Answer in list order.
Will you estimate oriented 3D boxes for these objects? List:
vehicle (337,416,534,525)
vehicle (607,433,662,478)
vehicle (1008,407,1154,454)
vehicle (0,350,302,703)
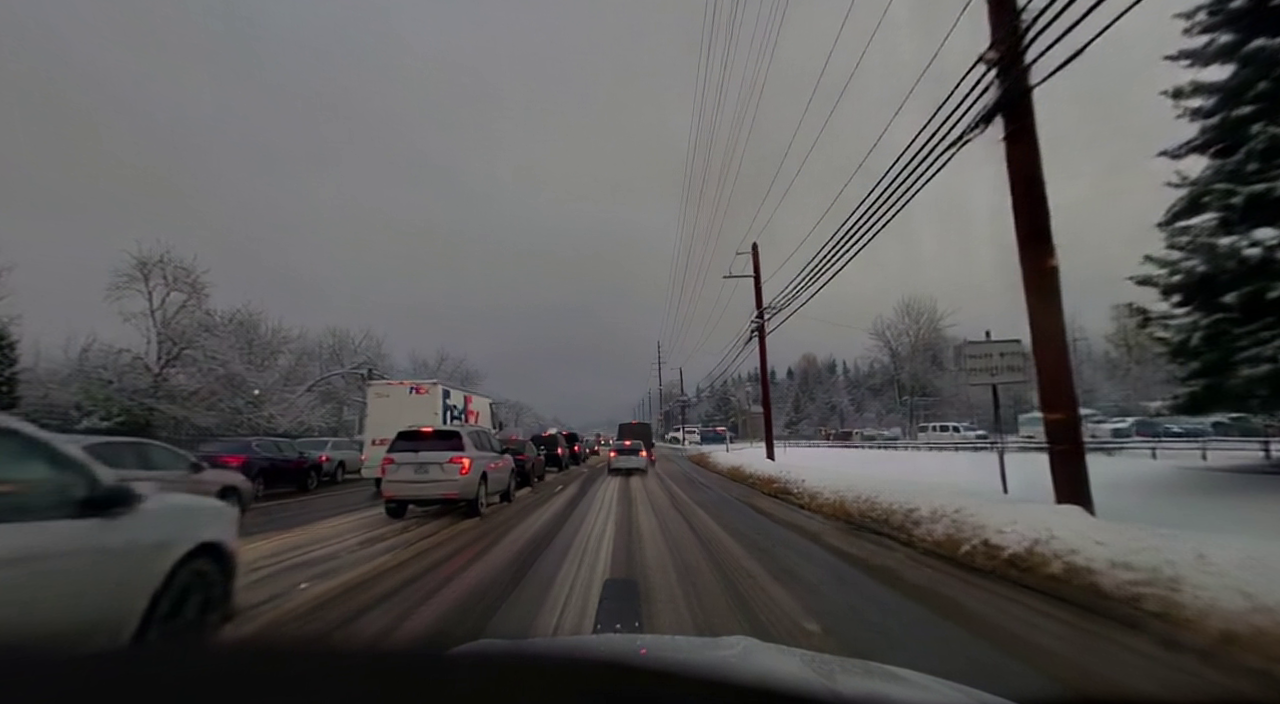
[{"bbox_3d":[-3.819,2.326,12.942,2.263,1.803,4.868,0,-8,2],"label":"vehicle"},{"bbox_3d":[-0.241,4.203,25.696,2.055,1.671,4.147,0,-8,-1],"label":"vehicle"},{"bbox_3d":[32.728,5.881,46.905,8.848,3.271,2.774,0,-9,-5],"label":"vehicle"},{"bbox_3d":[-3.392,0.766,1.820,2.057,1.673,4.934,0,-8,0],"label":"vehicle"}]
